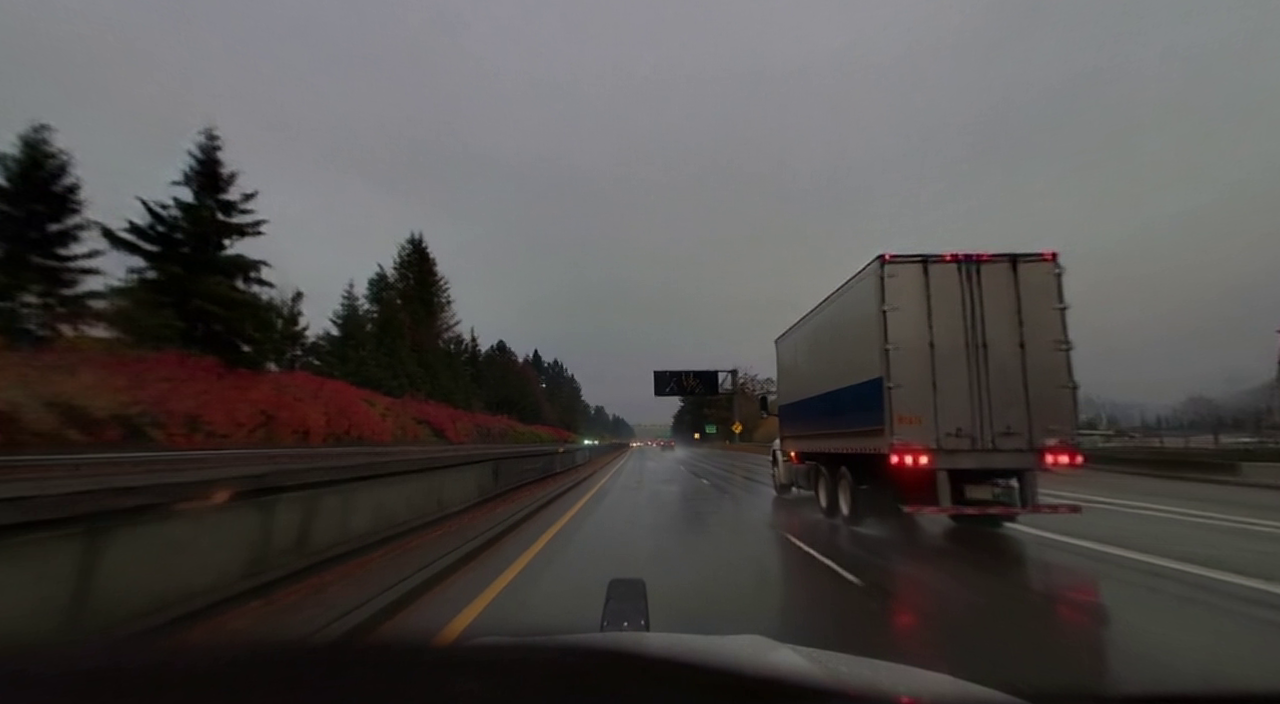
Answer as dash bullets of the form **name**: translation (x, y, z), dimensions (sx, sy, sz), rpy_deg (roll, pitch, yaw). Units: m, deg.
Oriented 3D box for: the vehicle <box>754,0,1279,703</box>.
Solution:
- **vehicle**: translation (3.839, -0.206, 4.293), dimensions (3.691, 4.331, 13.909), rpy_deg (0, -8, 1)
